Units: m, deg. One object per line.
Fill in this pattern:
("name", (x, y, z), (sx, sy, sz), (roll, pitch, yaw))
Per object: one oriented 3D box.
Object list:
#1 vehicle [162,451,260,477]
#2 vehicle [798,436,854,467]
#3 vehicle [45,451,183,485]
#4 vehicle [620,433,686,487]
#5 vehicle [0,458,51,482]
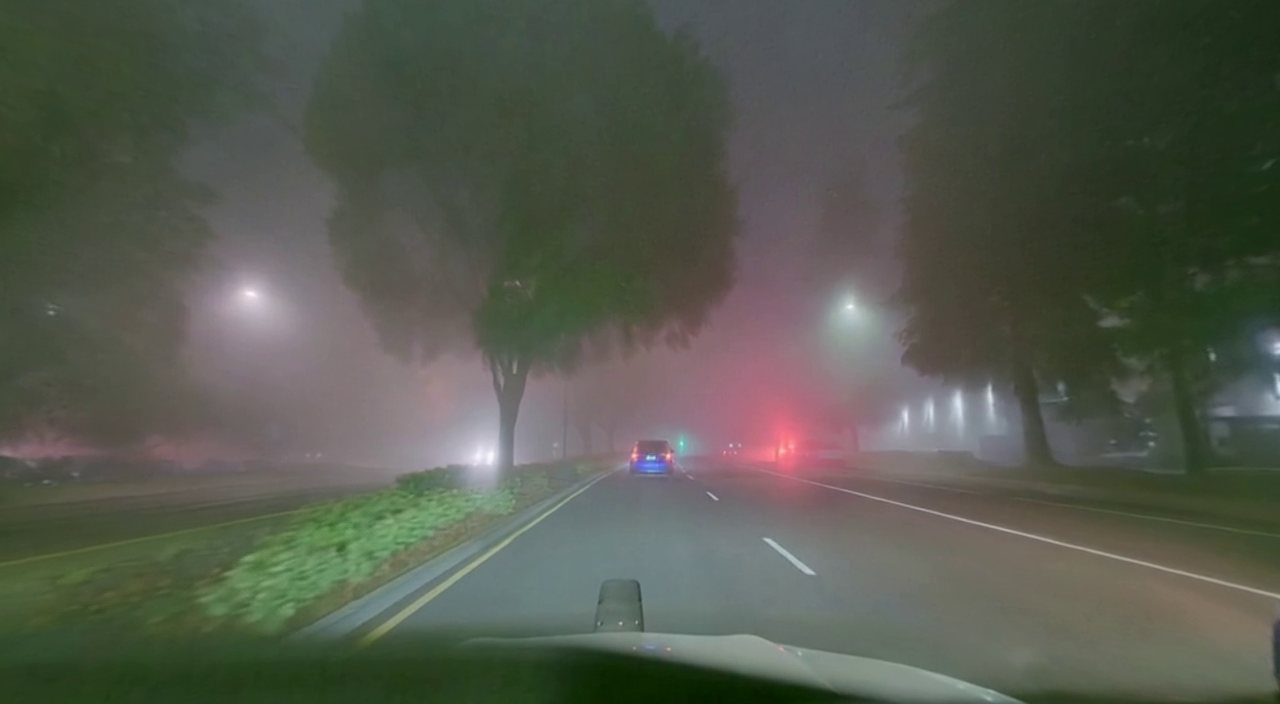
("vehicle", (-25.836, 6.733, 38.183), (4.453, 1.472, 1.873), (1, -8, -7))
("vehicle", (12.092, 6.503, 41.433), (2.139, 1.849, 5.246), (0, -8, 1))
("vehicle", (-23.974, 5.284, 28.939), (4.490, 1.407, 1.864), (1, -8, -6))
("vehicle", (0.464, 3.774, 22.397), (2.085, 1.693, 4.301), (0, -8, 1))
("vehicle", (-41.997, 7.764, 41.669), (4.109, 1.496, 1.929), (1, -8, -9))
